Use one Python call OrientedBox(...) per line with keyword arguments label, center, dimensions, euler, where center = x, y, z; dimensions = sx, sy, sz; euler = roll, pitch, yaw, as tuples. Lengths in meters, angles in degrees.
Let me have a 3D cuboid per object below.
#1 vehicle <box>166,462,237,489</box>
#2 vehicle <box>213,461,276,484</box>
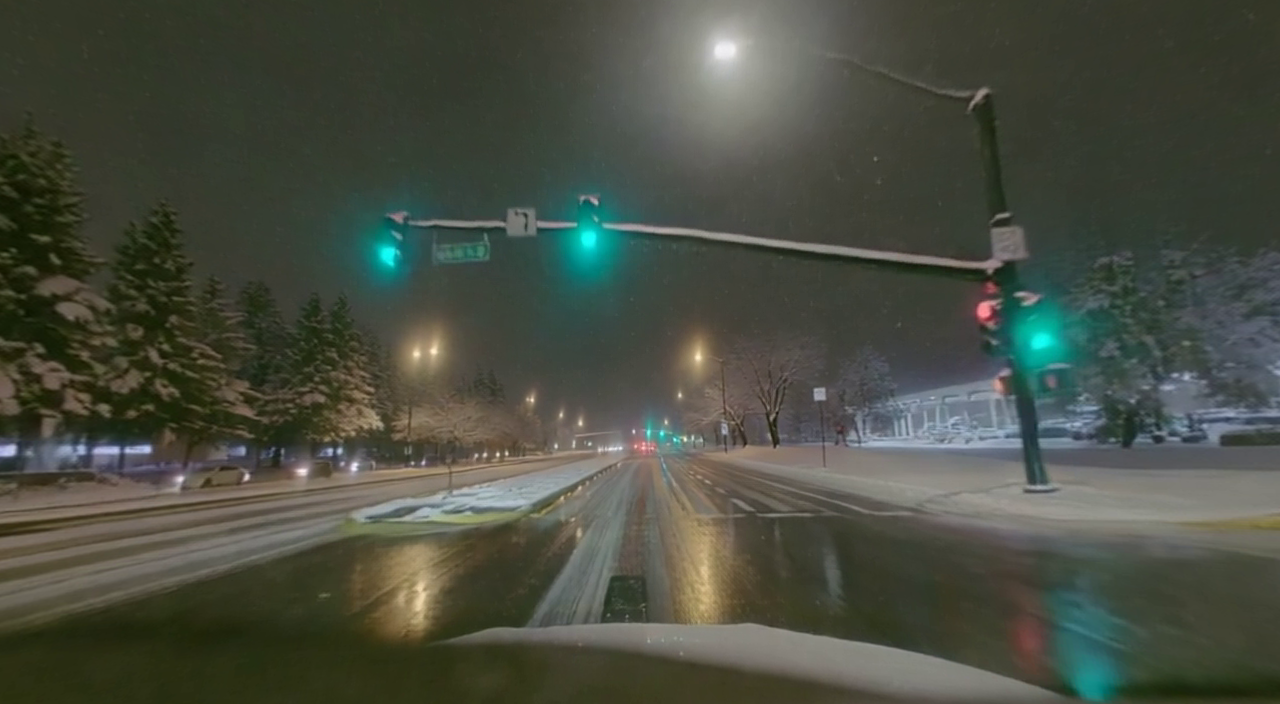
OrientedBox(label="vehicle", center=(-29.538, 8.311, 42.631), dimensions=(1.807, 1.534, 4.156), euler=(0, -8, 0))
OrientedBox(label="vehicle", center=(-29.564, 9.006, 47.225), dimensions=(1.815, 1.531, 4.544), euler=(0, -8, -1))
